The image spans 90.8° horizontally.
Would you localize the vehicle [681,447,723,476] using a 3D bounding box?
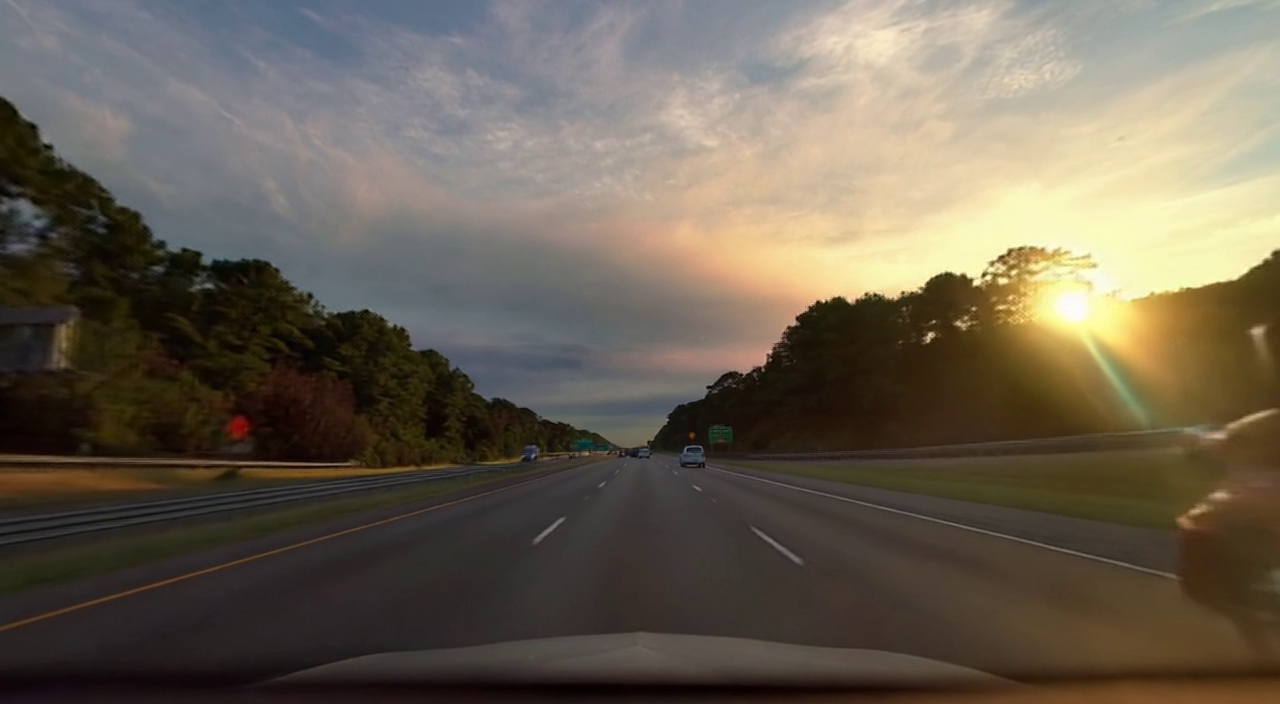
[{"bbox_3d":[3.565,6.360,36.840,2.019,1.601,3.953,0,-9,0],"label":"vehicle"}]
